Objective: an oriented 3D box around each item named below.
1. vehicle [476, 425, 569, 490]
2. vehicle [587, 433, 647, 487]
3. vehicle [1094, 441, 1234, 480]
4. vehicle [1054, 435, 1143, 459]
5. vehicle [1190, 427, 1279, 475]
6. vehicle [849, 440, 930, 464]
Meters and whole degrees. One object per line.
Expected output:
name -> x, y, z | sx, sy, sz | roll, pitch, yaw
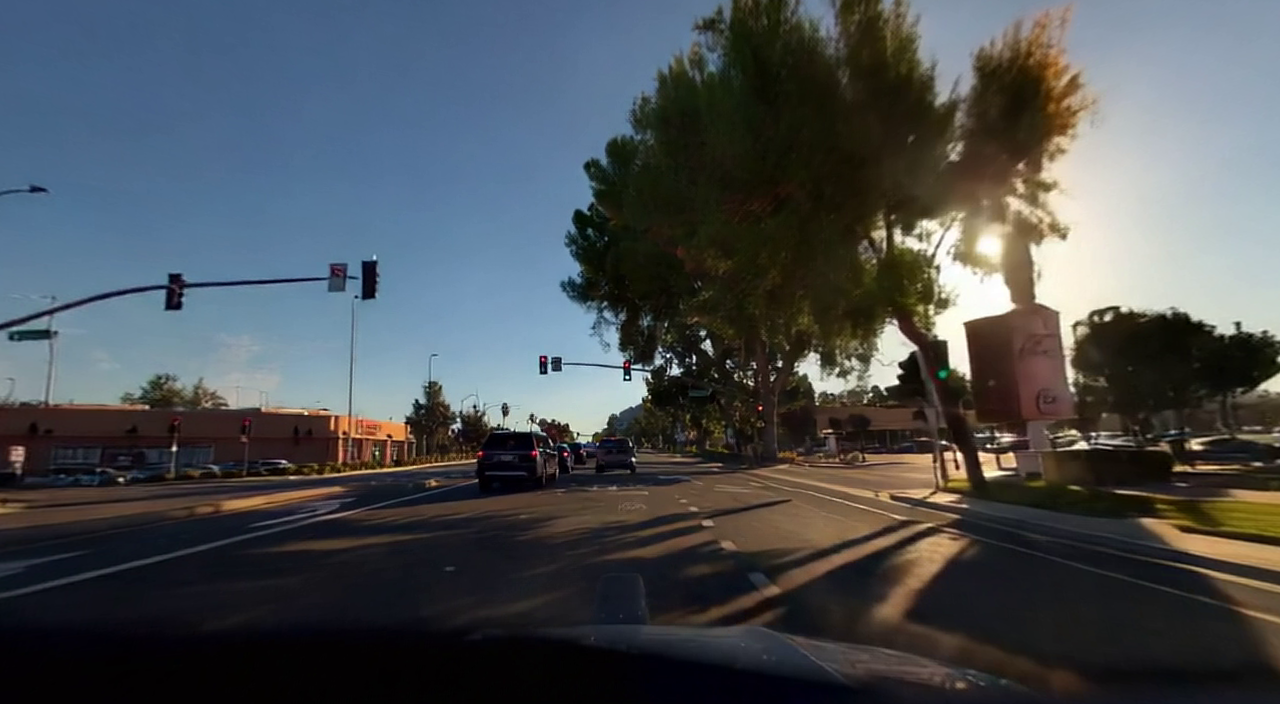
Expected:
vehicle -> -3.978, 3.710, 22.552 | 2.252, 1.999, 5.605 | 0, -8, 0
vehicle -> -0.790, 3.972, 23.570 | 2.061, 1.809, 4.141 | 0, -8, 0
vehicle -> 21.674, 4.484, 26.228 | 4.317, 1.430, 1.782 | -1, -8, -5
vehicle -> 31.519, 6.526, 43.542 | 4.527, 1.513, 2.067 | -1, -8, -2
vehicle -> 26.708, 4.095, 26.560 | 5.039, 1.877, 2.076 | -1, -8, 0
vehicle -> 18.740, 7.539, 47.624 | 5.209, 1.743, 2.081 | 0, -9, -1
